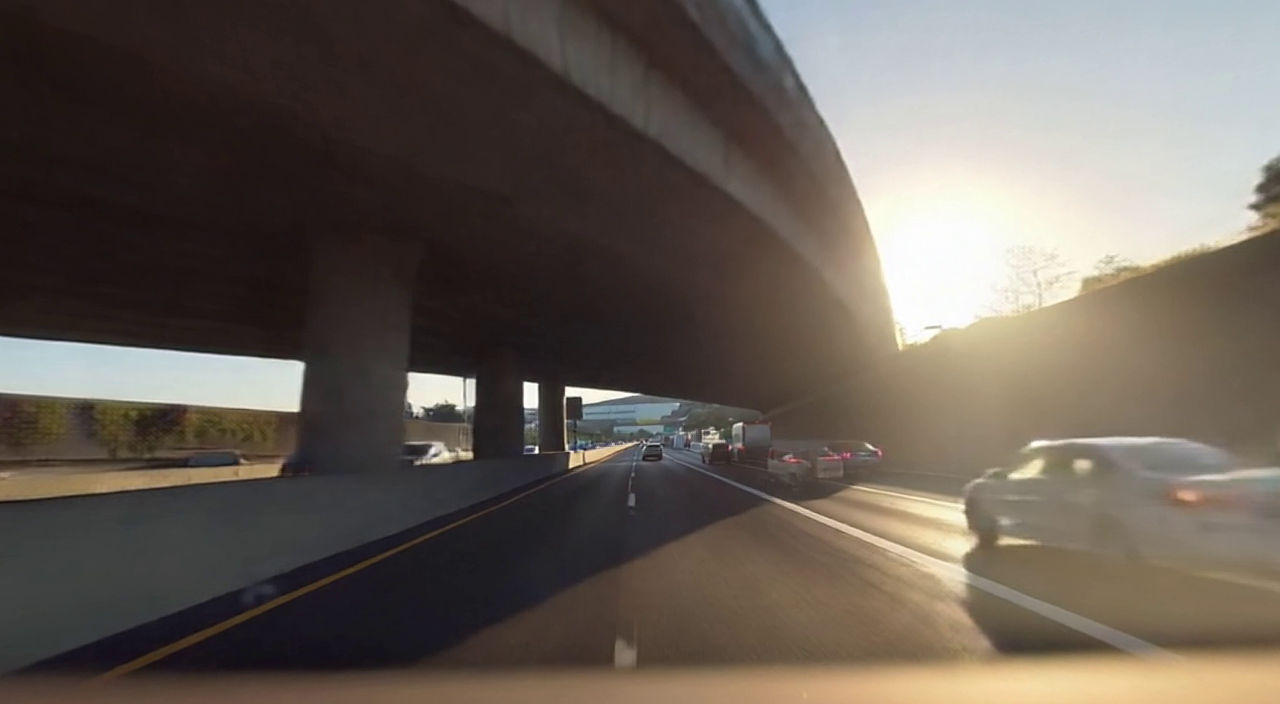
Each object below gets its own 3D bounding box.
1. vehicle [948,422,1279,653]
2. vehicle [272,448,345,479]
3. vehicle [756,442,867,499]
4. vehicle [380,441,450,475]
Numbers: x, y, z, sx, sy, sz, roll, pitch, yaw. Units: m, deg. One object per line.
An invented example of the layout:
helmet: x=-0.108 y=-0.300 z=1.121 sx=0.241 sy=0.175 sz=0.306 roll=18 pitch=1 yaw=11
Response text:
vehicle: x=5.129 y=1.465 z=5.866 sx=1.959 sy=1.483 sz=5.135 roll=0 pitch=-8 yaw=0
vehicle: x=-19.667 y=6.603 z=37.738 sx=1.910 sy=1.711 sz=4.436 roll=0 pitch=-8 yaw=1
vehicle: x=4.882 y=3.414 z=18.676 sx=1.987 sy=1.448 sz=4.356 roll=0 pitch=-8 yaw=-1
vehicle: x=-11.903 y=5.630 z=33.751 sx=2.048 sy=1.690 sz=4.515 roll=0 pitch=-8 yaw=1
